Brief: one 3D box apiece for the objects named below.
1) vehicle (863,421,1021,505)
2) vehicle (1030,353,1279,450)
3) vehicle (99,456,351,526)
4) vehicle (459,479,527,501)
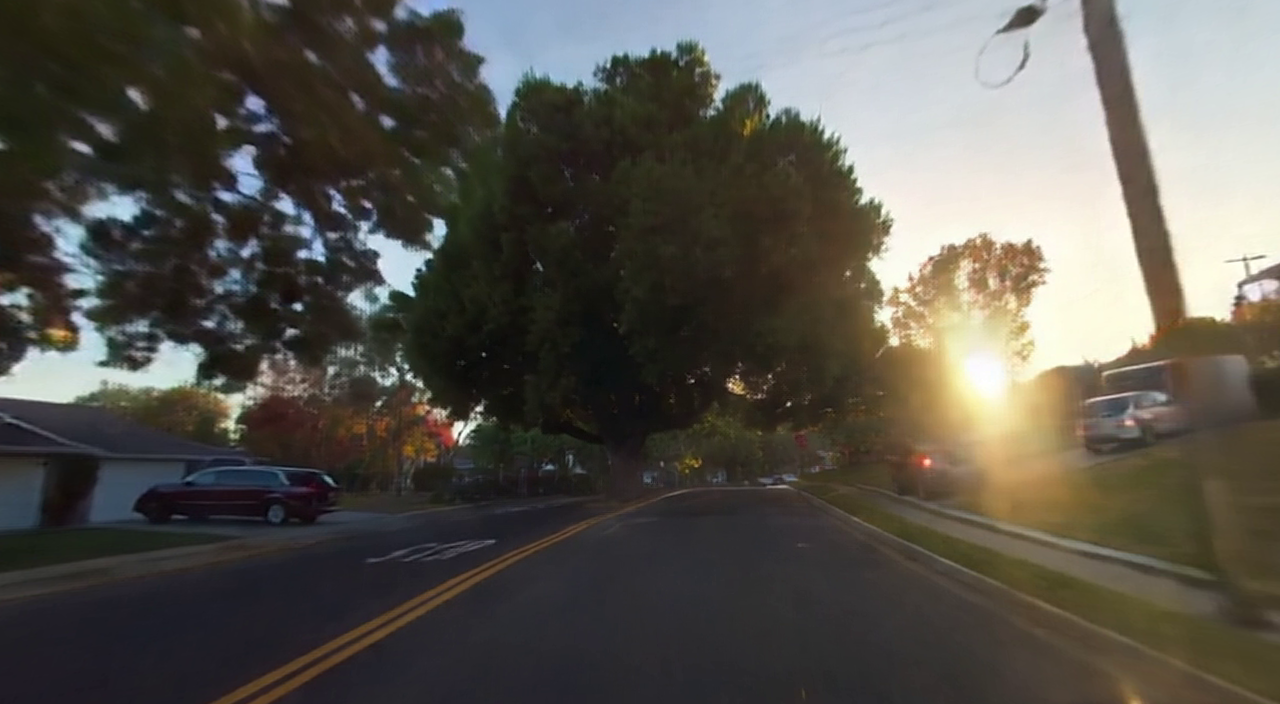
[{"bbox_3d":[7.752,2.918,16.881,2.163,1.885,4.804,-1,-9,5],"label":"vehicle"},{"bbox_3d":[12.876,1.221,15.962,4.539,2.010,2.163,-3,-3,-1],"label":"vehicle"},{"bbox_3d":[-11.868,4.111,18.485,5.643,1.759,2.110,1,-20,-3],"label":"vehicle"},{"bbox_3d":[-10.362,9.783,44.814,4.320,1.443,1.867,-1,-9,3],"label":"vehicle"}]
